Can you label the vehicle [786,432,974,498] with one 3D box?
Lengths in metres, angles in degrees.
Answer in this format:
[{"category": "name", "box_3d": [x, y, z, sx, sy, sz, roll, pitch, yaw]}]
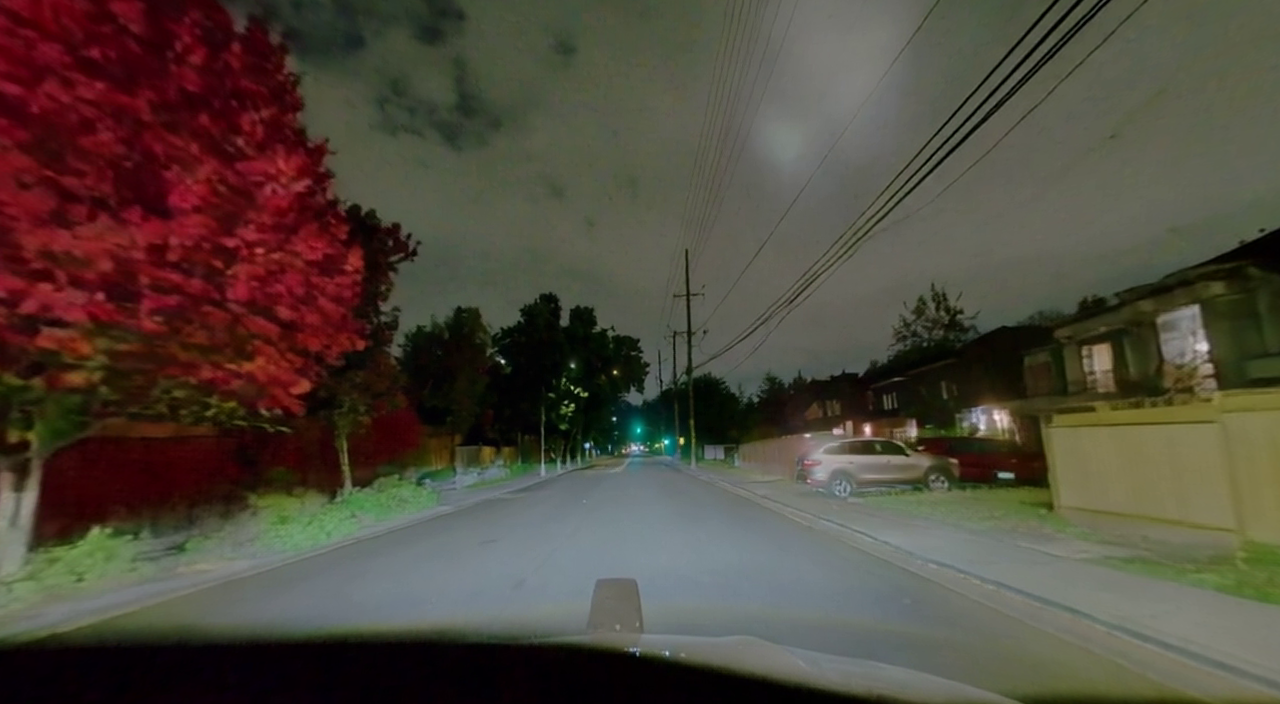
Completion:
[{"category": "vehicle", "box_3d": [7.050, 3.389, 19.054, 4.806, 1.851, 2.050, 0, -9, 2]}]
